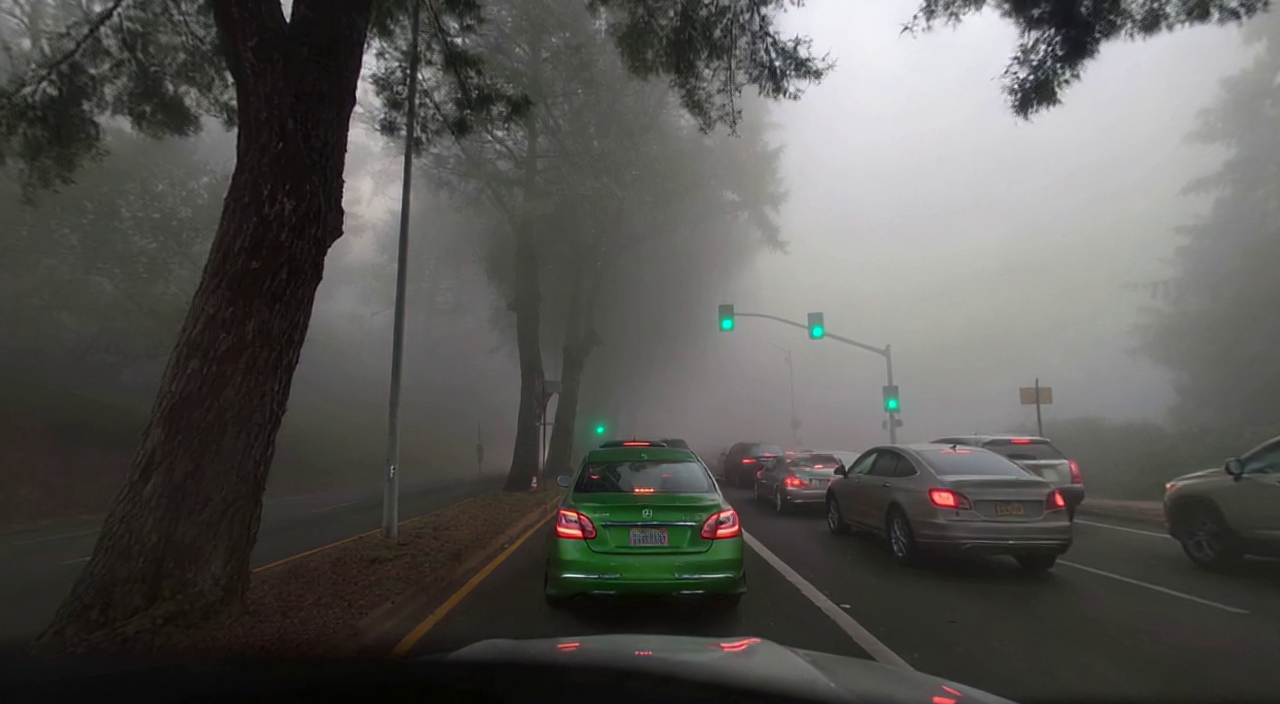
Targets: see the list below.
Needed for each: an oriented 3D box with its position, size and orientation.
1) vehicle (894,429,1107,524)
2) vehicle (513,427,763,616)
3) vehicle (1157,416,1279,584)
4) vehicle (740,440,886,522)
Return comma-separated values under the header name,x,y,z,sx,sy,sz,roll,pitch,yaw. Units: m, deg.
name,x,y,z,sx,sy,sz,roll,pitch,yaw
vehicle,7.020,2.463,12.901,1.923,1.611,4.094,0,-9,0
vehicle,0.008,1.678,7.102,2.015,1.502,3.898,0,-9,1
vehicle,6.939,1.336,5.568,1.783,1.572,3.421,0,-9,1
vehicle,3.525,2.720,13.820,1.934,1.494,4.446,0,-9,0
